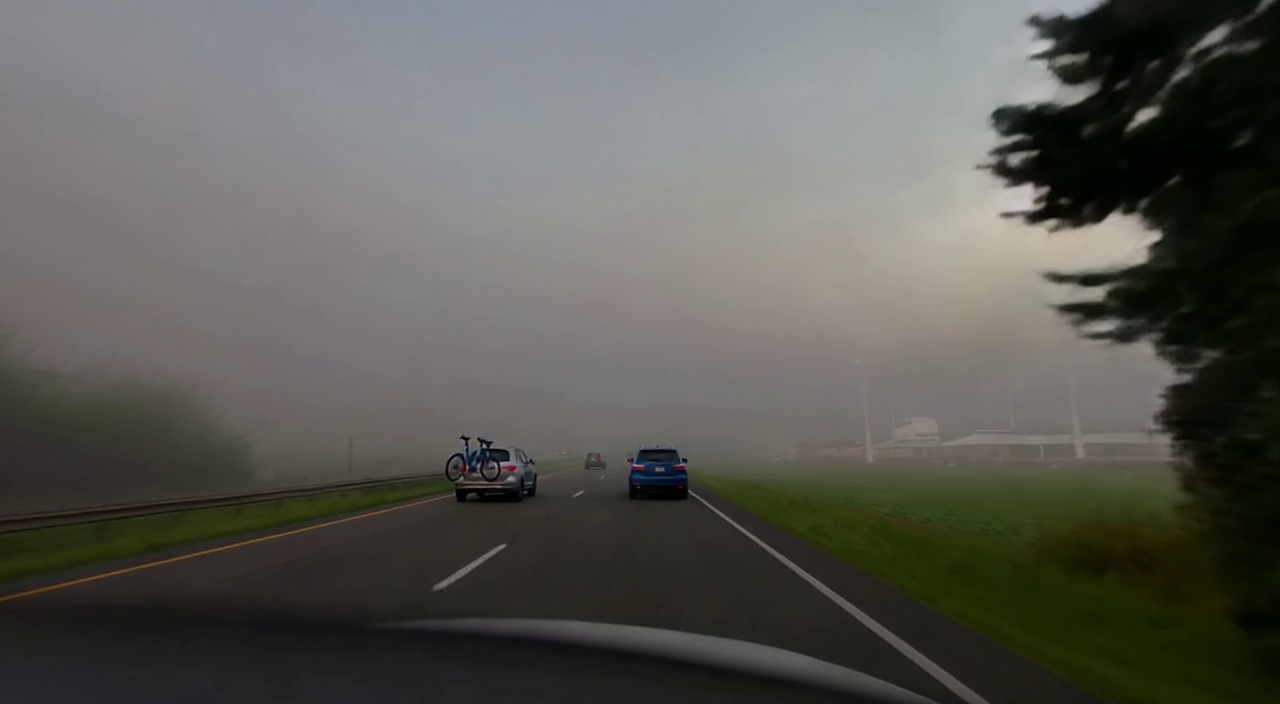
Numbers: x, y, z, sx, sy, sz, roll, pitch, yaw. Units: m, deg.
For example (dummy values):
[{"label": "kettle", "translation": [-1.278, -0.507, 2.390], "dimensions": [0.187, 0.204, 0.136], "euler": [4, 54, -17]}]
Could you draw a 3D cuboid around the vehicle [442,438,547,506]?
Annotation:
[{"label": "vehicle", "translation": [-3.955, 3.345, 17.891], "dimensions": [1.962, 1.681, 4.033], "euler": [0, -9, 1]}]

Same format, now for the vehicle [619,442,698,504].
[{"label": "vehicle", "translation": [0.466, 3.495, 18.558], "dimensions": [2.063, 1.582, 3.955], "euler": [0, -9, -1]}]
